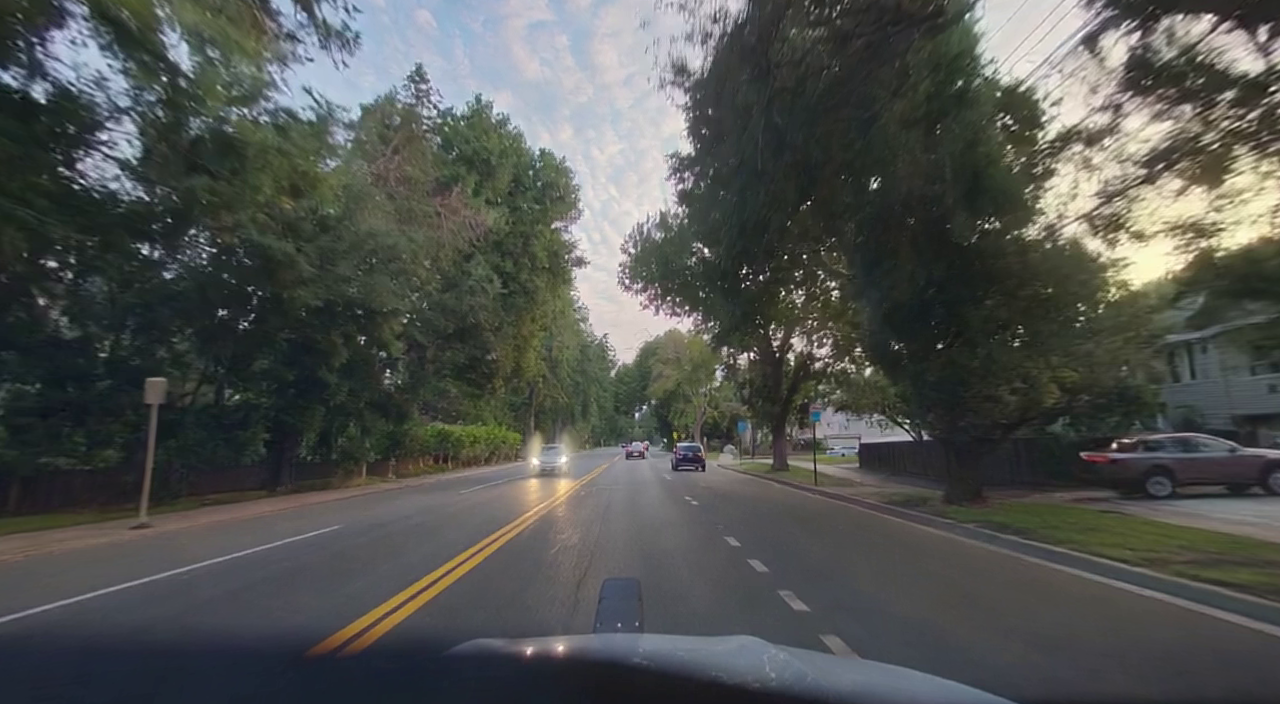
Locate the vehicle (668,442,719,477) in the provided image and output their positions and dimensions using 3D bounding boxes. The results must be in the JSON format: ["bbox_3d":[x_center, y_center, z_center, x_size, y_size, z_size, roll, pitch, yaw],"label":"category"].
[{"bbox_3d":[2.362,4.854,28.717,1.975,1.497,3.647,0,-8,-1],"label":"vehicle"}]

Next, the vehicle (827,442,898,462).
[{"bbox_3d":[16.727,7.553,47.456,4.672,1.463,1.863,0,-8,0],"label":"vehicle"}]

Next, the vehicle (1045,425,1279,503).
[{"bbox_3d":[11.638,2.299,13.134,4.870,1.480,2.070,0,-8,2],"label":"vehicle"}]

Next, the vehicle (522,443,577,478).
[{"bbox_3d":[-4.155,5.031,29.392,1.959,1.494,3.875,0,-8,0],"label":"vehicle"}]
